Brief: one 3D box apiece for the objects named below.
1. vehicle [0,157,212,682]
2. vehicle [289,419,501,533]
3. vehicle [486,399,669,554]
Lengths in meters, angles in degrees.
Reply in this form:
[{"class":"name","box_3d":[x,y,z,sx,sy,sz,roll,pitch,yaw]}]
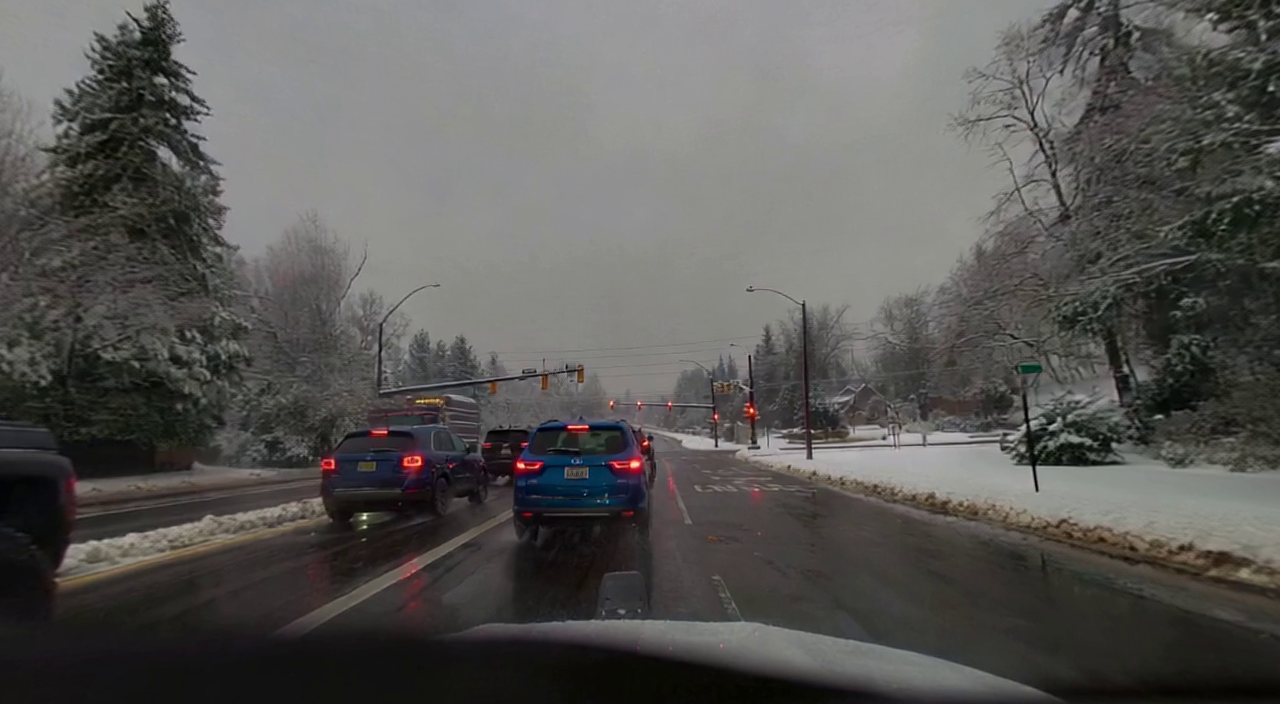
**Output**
[{"class":"vehicle","box_3d":[-4.601,0.081,1.459,2.400,2.730,6.652,0,-8,1]},{"class":"vehicle","box_3d":[-4.122,2.164,11.635,2.009,1.673,4.454,0,-8,2]},{"class":"vehicle","box_3d":[-0.676,1.820,9.933,2.131,1.793,5.016,0,-8,1]}]
